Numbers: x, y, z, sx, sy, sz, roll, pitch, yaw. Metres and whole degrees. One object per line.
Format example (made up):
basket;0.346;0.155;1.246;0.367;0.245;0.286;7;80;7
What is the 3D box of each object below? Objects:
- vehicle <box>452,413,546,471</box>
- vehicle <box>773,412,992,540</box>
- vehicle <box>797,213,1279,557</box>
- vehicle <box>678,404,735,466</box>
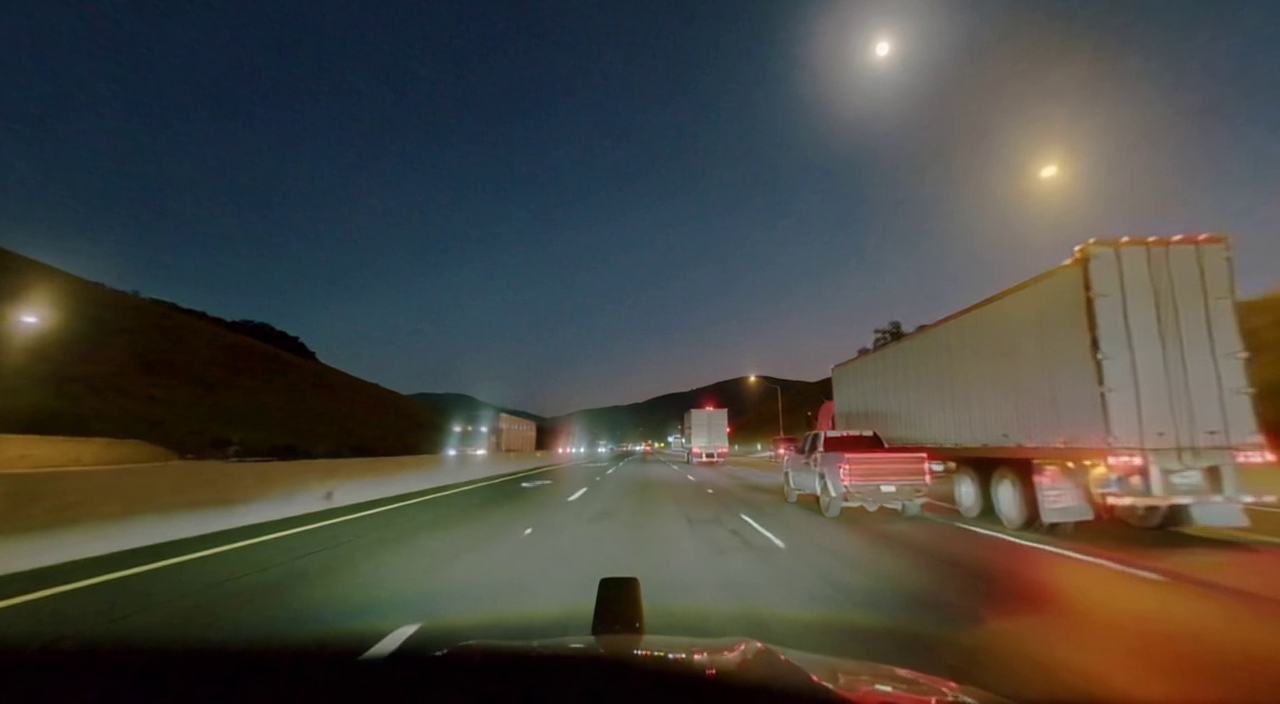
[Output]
vehicle;-8.913;6.049;42.045;3.049;3.230;13.174;0;-9;1
vehicle;3.790;2.024;10.829;2.055;1.737;4.224;0;-9;0
vehicle;7.349;1.535;15.659;2.947;4.199;16.175;0;-9;1
vehicle;4.670;6.216;46.444;3.049;3.968;10.706;0;-9;0
